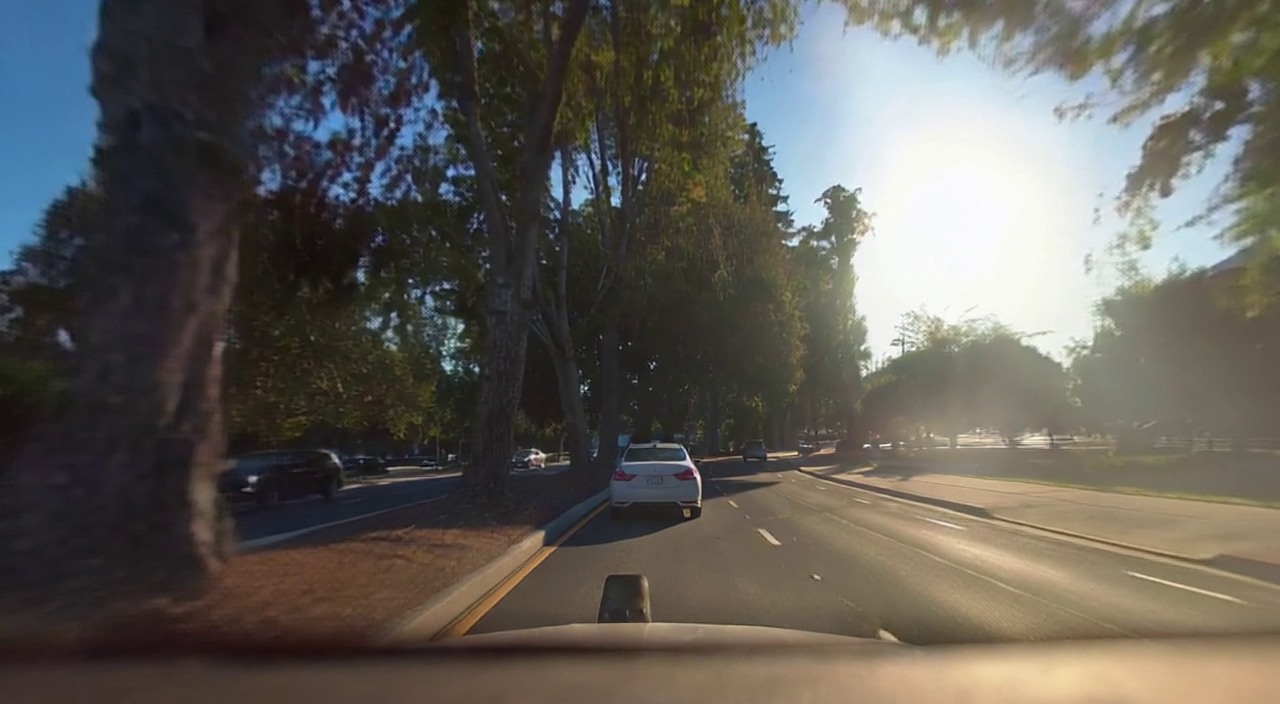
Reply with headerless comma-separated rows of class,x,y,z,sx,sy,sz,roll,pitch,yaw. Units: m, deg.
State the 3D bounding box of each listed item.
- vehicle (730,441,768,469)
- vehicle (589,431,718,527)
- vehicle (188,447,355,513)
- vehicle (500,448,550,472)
vehicle,6.393,6.082,37.435,1.984,1.507,4.359,-1,-8,7
vehicle,0.292,2.423,12.620,2.154,1.585,3.997,-1,-8,2
vehicle,-10.762,3.715,18.935,2.068,1.688,4.665,-1,-8,2
vehicle,-7.737,7.333,42.878,1.909,1.468,4.597,-2,-8,8
